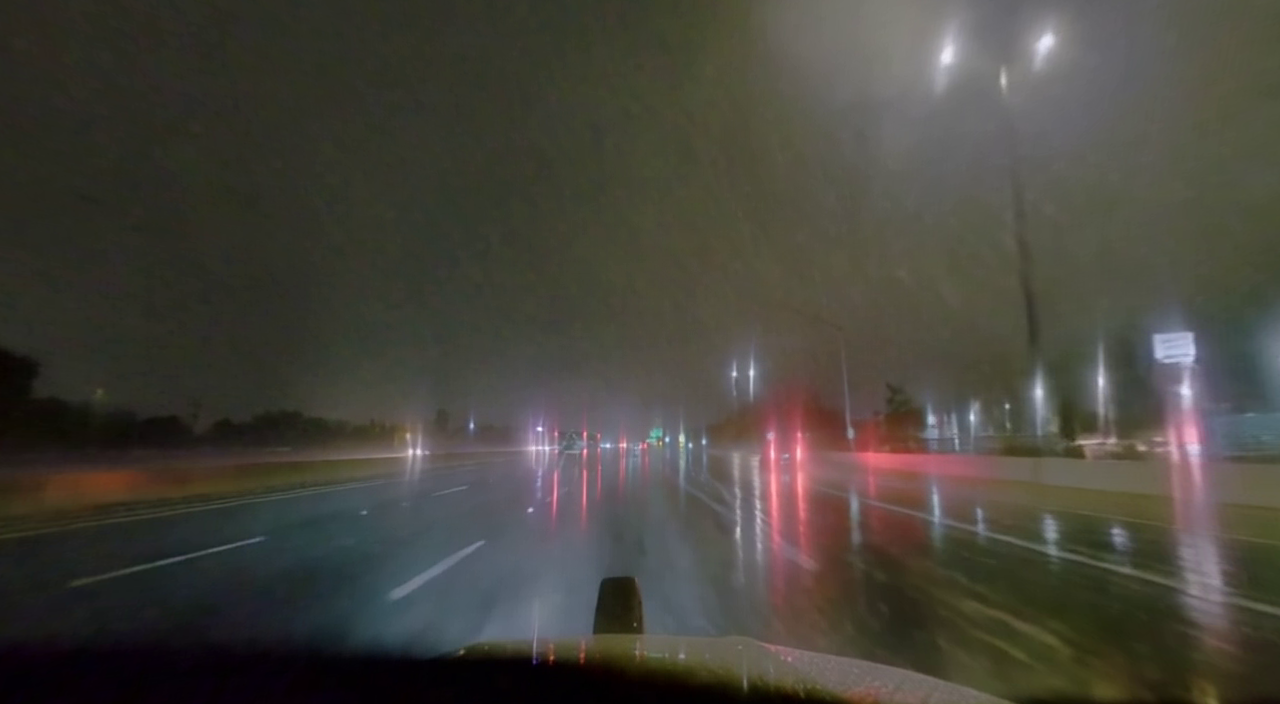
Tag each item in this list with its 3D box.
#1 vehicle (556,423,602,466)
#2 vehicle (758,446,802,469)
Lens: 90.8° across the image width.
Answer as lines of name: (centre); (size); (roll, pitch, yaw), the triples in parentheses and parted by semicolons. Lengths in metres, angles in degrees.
vehicle: (-4.404, 6.865, 46.833); (2.881, 2.937, 7.045); (0, -9, -2)
vehicle: (9.412, 7.106, 42.829); (2.035, 1.491, 4.246); (0, -9, 1)
